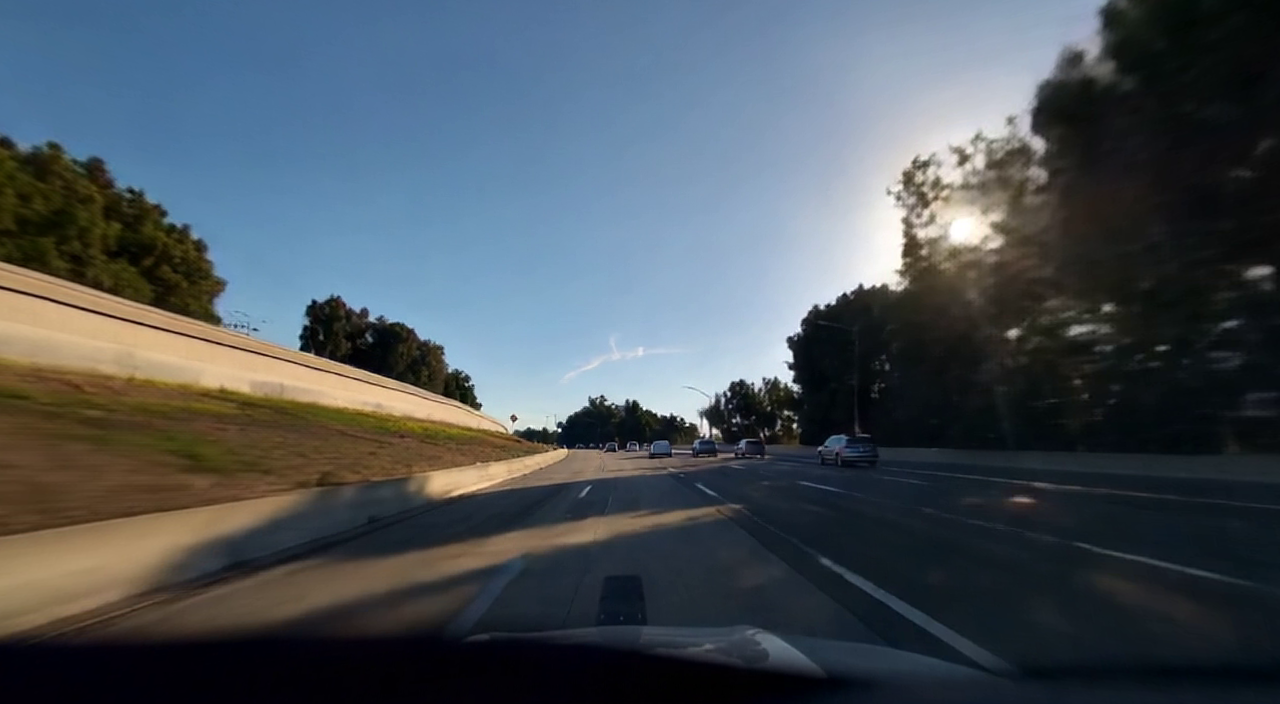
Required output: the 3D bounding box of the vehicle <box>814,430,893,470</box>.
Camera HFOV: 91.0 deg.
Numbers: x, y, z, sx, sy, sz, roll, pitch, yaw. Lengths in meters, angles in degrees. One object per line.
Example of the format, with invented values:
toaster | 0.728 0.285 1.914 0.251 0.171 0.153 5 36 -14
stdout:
vehicle | 10.183 4.746 30.419 2.077 1.763 4.472 0 -9 -3
